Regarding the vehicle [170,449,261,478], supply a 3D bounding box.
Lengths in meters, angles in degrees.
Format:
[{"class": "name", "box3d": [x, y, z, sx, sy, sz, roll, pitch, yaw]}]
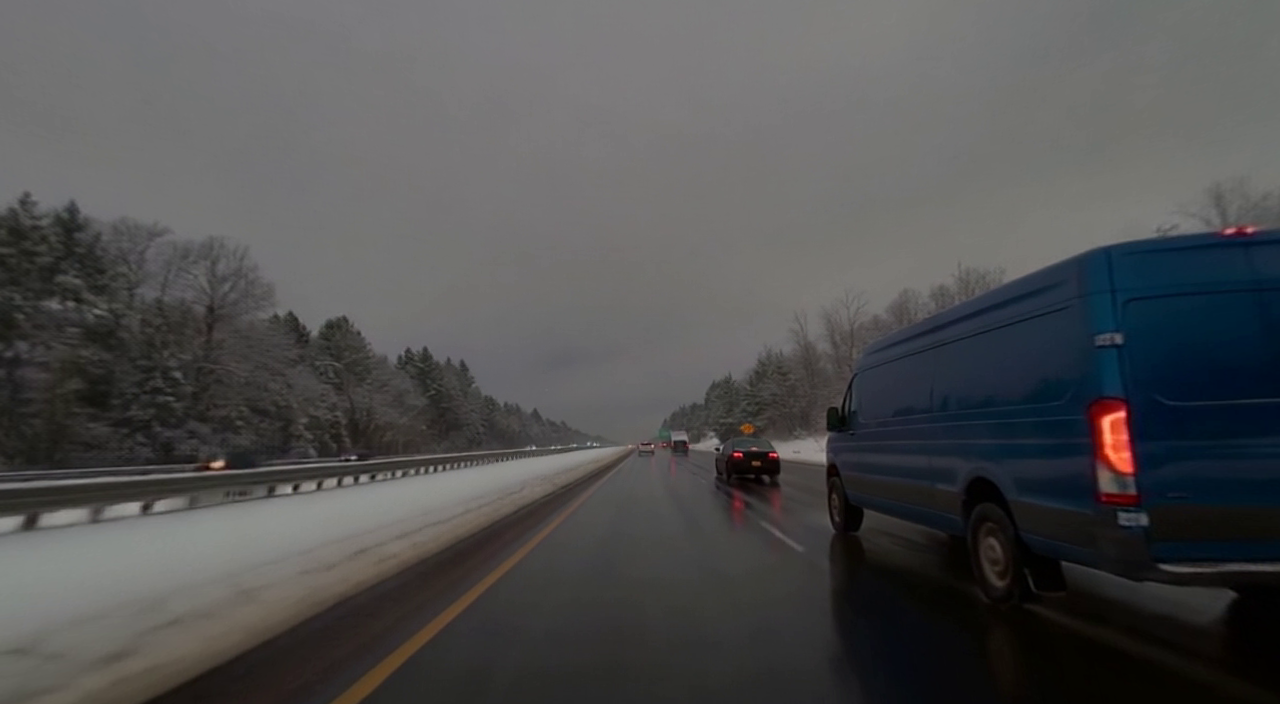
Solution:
[{"class": "vehicle", "box3d": [-23.860, 6.276, 35.653, 1.857, 1.468, 4.670, 0, -8, 1]}]

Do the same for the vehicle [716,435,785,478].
[{"class": "vehicle", "box3d": [4.510, 4.329, 26.410, 2.034, 1.651, 4.342, 0, -8, 0]}]

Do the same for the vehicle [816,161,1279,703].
[{"class": "vehicle", "box3d": [3.637, 0.783, 5.920, 2.302, 2.670, 5.912, 0, -8, 1]}]

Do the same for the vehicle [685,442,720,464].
[{"class": "vehicle", "box3d": [4.410, 7.244, 45.361, 2.050, 1.448, 4.123, 0, -8, -1]}]
